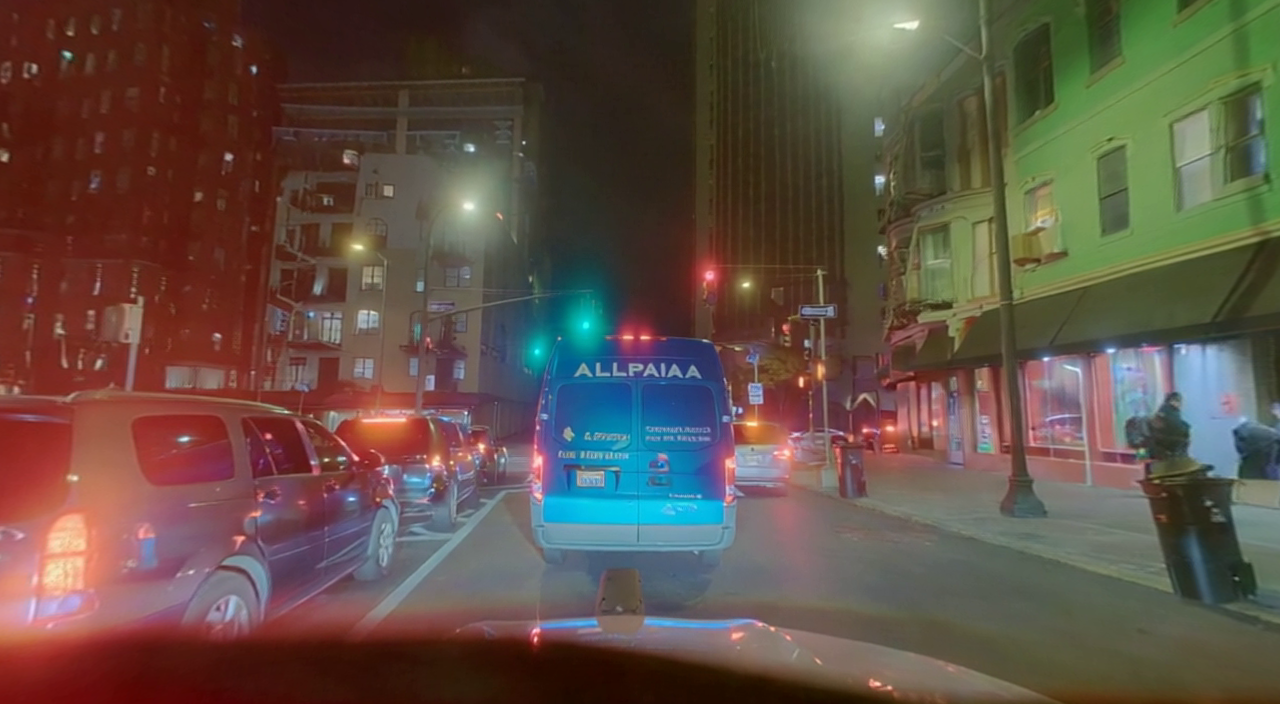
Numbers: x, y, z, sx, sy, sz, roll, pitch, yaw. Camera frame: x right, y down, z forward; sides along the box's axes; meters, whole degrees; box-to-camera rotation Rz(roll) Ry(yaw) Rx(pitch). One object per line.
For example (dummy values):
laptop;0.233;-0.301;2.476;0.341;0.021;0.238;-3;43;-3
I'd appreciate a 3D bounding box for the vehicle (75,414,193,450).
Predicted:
vehicle;-22.938;3.662;28.673;3.713;1.571;1.751;1;-8;-7

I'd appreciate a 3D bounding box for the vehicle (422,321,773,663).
vehicle;-0.342;1.051;5.746;1.951;1.907;4.266;0;-8;-3

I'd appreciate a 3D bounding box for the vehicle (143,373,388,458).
vehicle;-15.110;2.685;26.157;8.088;3.213;2.801;1;-8;-11

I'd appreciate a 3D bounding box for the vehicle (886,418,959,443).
vehicle;16.002;4.456;35.723;3.381;1.391;1.529;1;-8;-9

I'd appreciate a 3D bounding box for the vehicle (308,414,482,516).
vehicle;-3.970;1.861;10.870;1.841;1.461;3.426;1;-8;-5
